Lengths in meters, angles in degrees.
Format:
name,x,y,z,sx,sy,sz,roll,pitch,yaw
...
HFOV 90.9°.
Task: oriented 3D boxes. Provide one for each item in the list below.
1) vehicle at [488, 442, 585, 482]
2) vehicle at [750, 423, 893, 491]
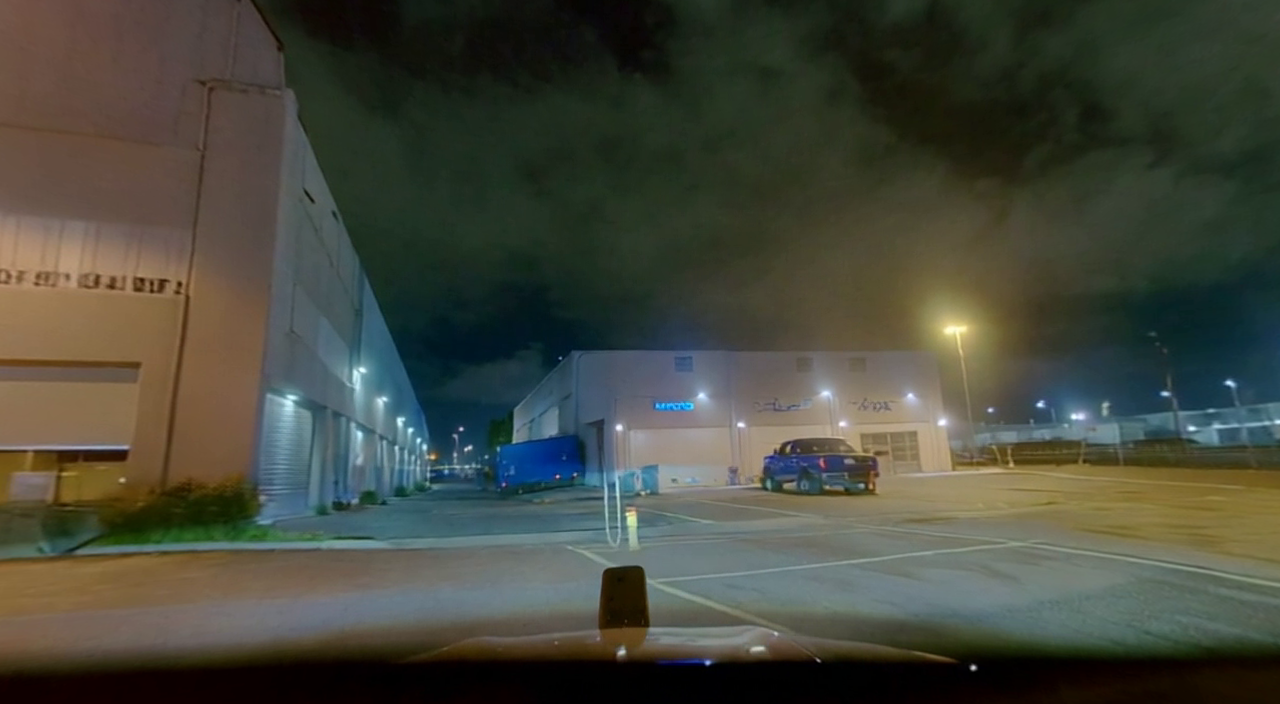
name,x,y,z,sx,sy,sz,roll,pitch,yaw
vehicle,-5.990,6.309,36.458,5.207,2.103,1.997,3,-9,-20
vehicle,8.710,5.070,30.363,6.271,3.004,2.298,4,-11,-19
